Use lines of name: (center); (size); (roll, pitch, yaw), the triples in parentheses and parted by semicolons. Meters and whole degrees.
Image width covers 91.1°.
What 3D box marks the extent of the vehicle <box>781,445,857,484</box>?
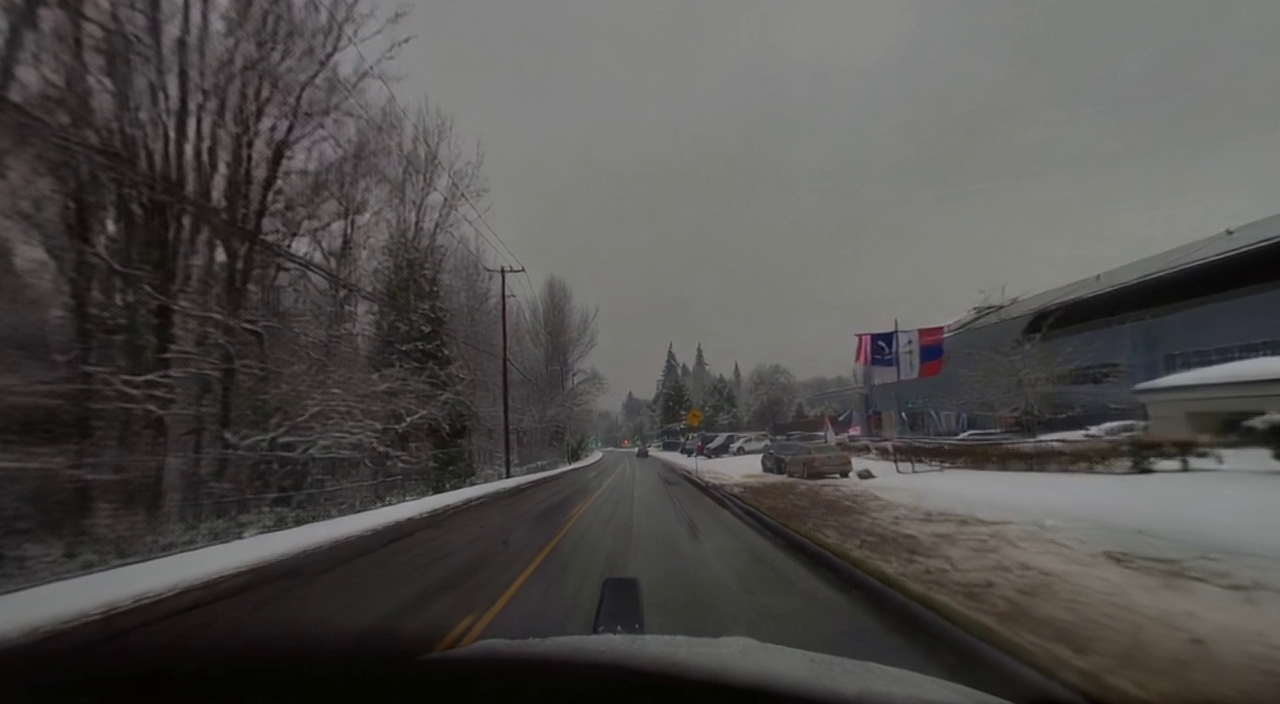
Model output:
vehicle: (7.476, 4.732, 26.743); (1.909, 1.496, 4.079); (0, -9, -2)

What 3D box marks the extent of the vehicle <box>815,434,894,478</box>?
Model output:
vehicle: (10.154, 4.974, 30.213); (2.113, 1.945, 4.546); (0, -9, -1)

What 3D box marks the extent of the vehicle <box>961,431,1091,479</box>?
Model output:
vehicle: (14.695, 3.968, 24.301); (1.947, 1.657, 4.314); (0, -9, -6)
